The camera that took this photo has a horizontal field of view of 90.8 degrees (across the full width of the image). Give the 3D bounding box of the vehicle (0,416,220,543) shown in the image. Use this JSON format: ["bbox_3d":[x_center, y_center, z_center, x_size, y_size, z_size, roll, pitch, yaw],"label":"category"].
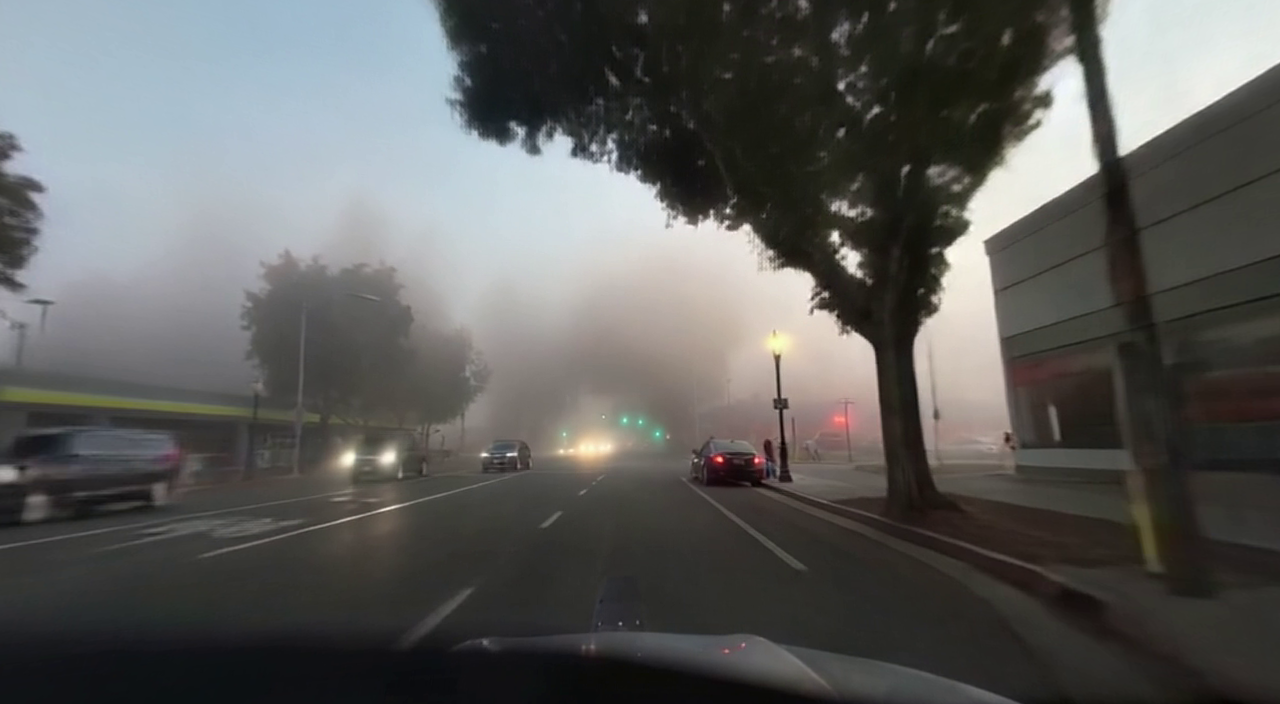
[{"bbox_3d":[-10.266,2.153,11.245,2.116,1.817,4.964,0,-8,0],"label":"vehicle"}]

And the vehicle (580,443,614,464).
[{"bbox_3d":[-3.044,7.331,45.829,2.122,1.469,4.388,0,-8,1],"label":"vehicle"}]

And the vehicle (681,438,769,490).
[{"bbox_3d":[2.646,3.620,20.799,2.034,1.491,4.618,0,-8,-3],"label":"vehicle"}]

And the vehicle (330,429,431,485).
[{"bbox_3d":[-10.356,4.228,25.698,2.088,2.031,4.616,0,-8,1],"label":"vehicle"}]

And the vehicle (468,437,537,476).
[{"bbox_3d":[-6.800,5.233,31.913,2.371,1.800,4.987,0,-8,0],"label":"vehicle"}]
